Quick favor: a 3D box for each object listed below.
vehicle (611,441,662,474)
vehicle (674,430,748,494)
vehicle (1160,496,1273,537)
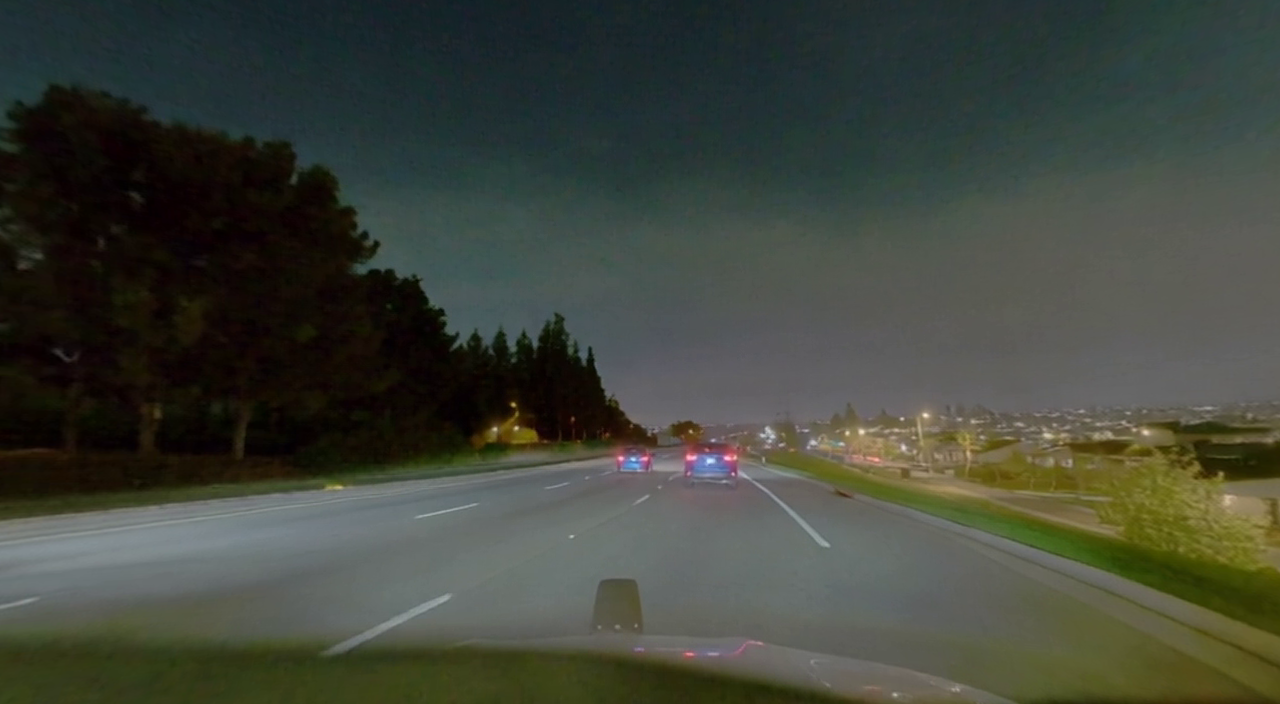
[{"bbox_3d":[-0.109,5.588,33.733,2.123,1.592,4.505,-1,-8,7],"label":"vehicle"},{"bbox_3d":[2.373,3.517,20.626,2.125,1.830,4.370,-1,-8,8],"label":"vehicle"},{"bbox_3d":[34.561,9.843,38.127,2.067,1.926,5.010,0,-9,0],"label":"vehicle"}]
